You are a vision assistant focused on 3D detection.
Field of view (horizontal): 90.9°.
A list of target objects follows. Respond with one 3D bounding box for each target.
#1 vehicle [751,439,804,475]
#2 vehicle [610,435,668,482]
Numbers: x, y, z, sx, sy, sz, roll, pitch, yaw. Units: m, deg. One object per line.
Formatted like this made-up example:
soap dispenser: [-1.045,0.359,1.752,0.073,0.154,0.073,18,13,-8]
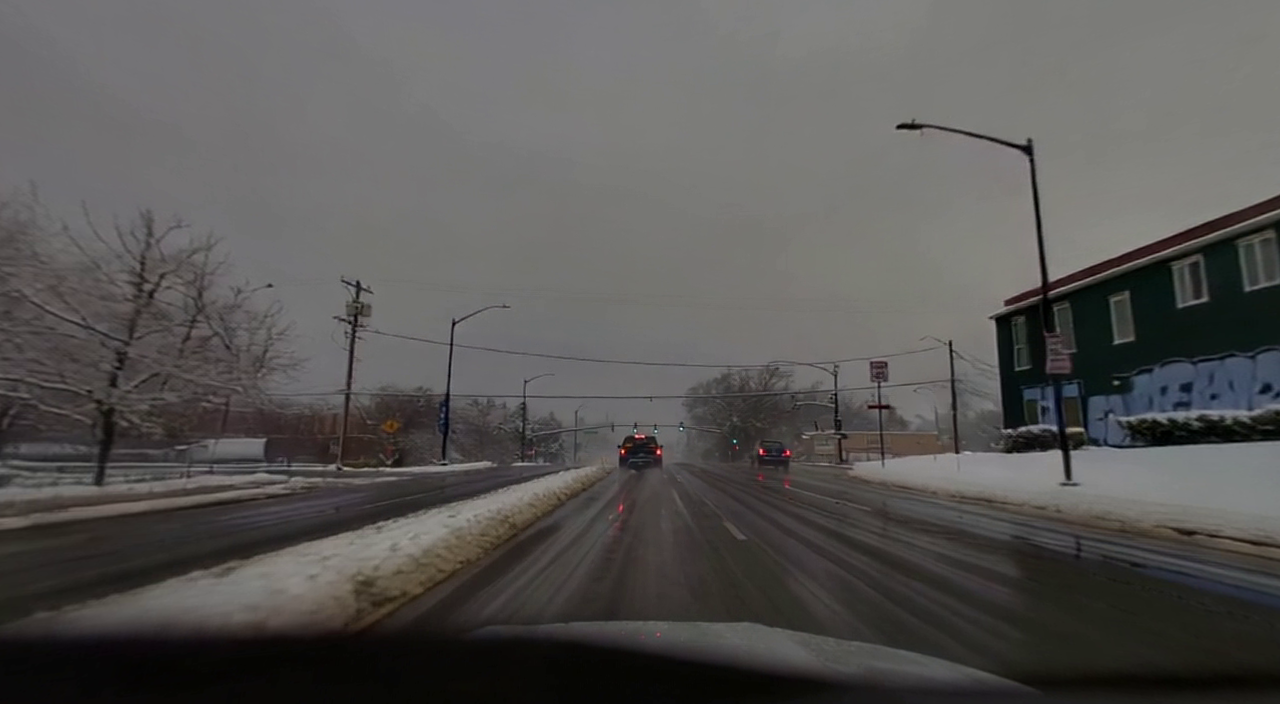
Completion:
vehicle: [7.316,5.602,33.885,1.952,1.749,4.311,0,-8,2]
vehicle: [-0.029,4.381,26.286,2.160,1.786,4.702,0,-8,0]
